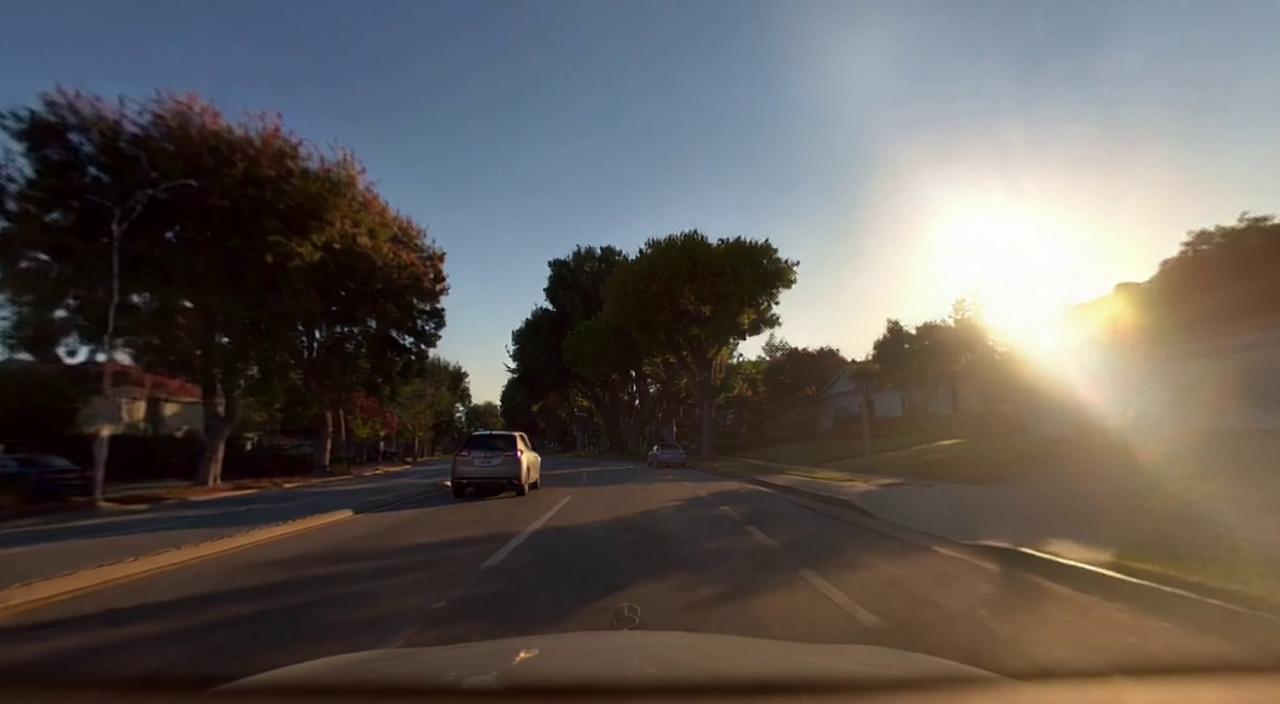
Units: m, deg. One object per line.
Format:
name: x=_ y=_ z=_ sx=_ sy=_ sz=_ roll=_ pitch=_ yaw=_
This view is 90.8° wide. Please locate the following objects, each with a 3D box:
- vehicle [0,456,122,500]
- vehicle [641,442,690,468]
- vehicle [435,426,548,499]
vehicle: x=-21.956 y=4.540 z=22.930 sx=4.525 sy=1.455 sz=1.821 roll=1 pitch=-8 yaw=-5
vehicle: x=1.435 y=6.135 z=37.815 sx=1.928 sy=1.447 sz=4.386 roll=2 pitch=-9 yaw=-12
vehicle: x=-3.976 y=3.040 z=17.819 sx=2.175 sy=1.772 sz=4.442 roll=0 pitch=-8 yaw=-1
